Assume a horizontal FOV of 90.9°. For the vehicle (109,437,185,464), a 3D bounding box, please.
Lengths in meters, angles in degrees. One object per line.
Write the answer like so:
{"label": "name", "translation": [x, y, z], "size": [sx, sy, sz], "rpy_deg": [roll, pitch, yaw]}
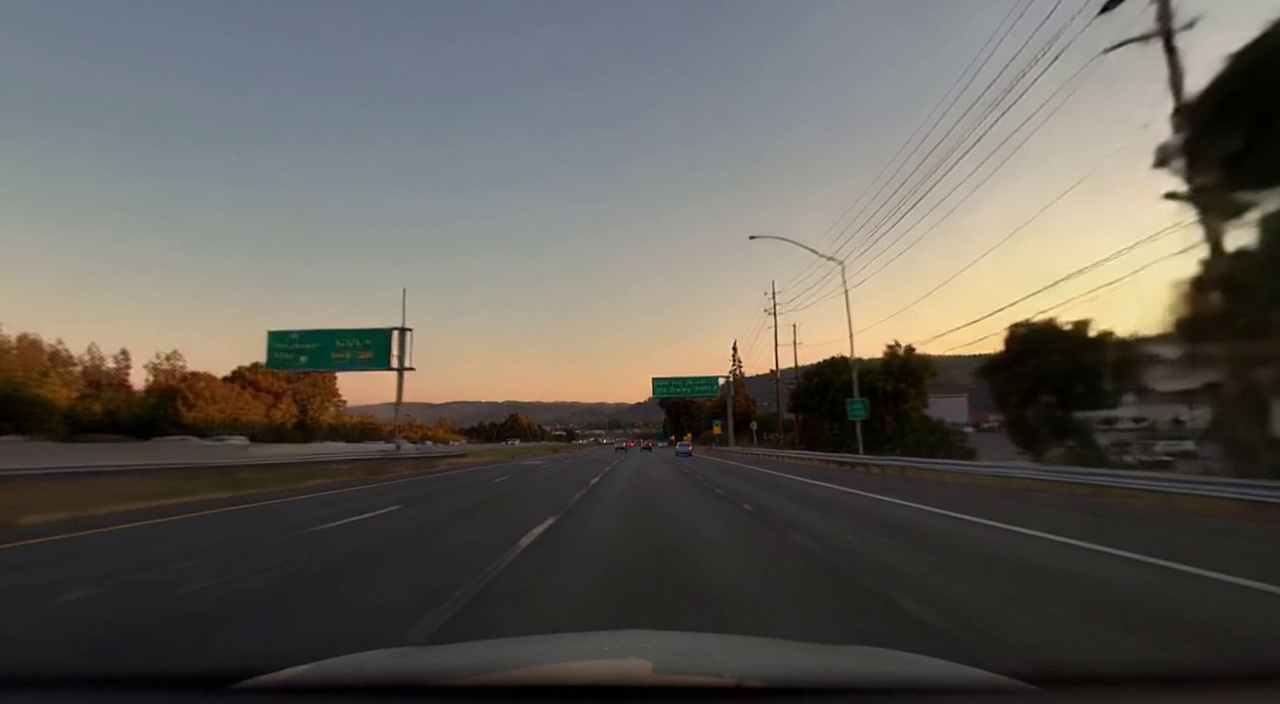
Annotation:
{"label": "vehicle", "translation": [-33.592, 6.700, 43.133], "size": [1.825, 1.710, 4.206], "rpy_deg": [0, -8, -1]}

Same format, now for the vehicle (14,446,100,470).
{"label": "vehicle", "translation": [-38.856, 7.044, 42.152], "size": [1.727, 1.439, 4.131], "rpy_deg": [0, -8, 1]}

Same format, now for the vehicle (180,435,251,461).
{"label": "vehicle", "translation": [-30.146, 6.819, 44.964], "size": [1.935, 1.719, 4.384], "rpy_deg": [0, -8, 0]}
